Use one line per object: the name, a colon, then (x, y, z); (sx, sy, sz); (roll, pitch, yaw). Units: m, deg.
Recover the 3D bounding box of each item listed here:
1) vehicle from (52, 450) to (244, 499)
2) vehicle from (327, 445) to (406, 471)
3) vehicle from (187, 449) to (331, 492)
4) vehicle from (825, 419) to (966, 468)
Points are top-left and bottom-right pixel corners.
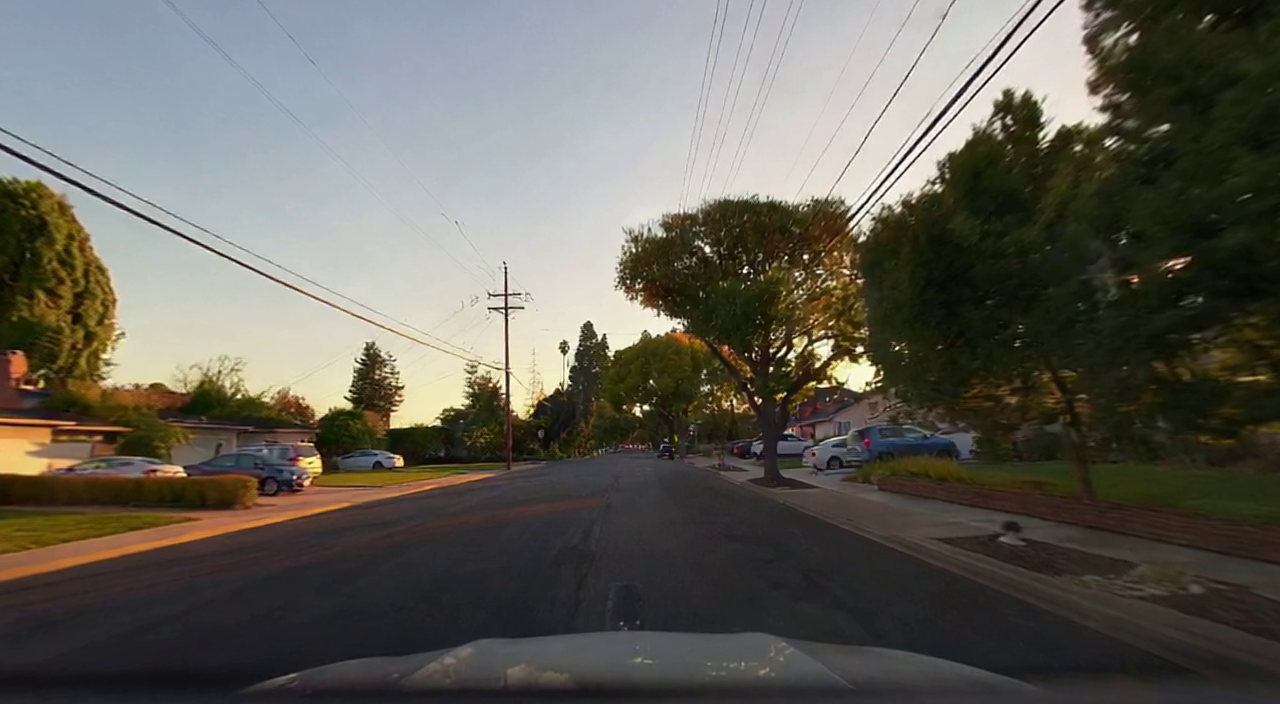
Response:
vehicle: (-15.606, 3.887, 20.224); (4.543, 1.476, 1.927); (0, -8, 1)
vehicle: (-18.082, 7.021, 41.887); (4.304, 1.643, 1.969); (0, -8, 1)
vehicle: (-13.425, 4.189, 22.479); (3.877, 1.411, 1.869); (0, -8, -1)
vehicle: (9.697, 3.511, 24.320); (4.465, 1.727, 2.127); (-1, -7, 1)
